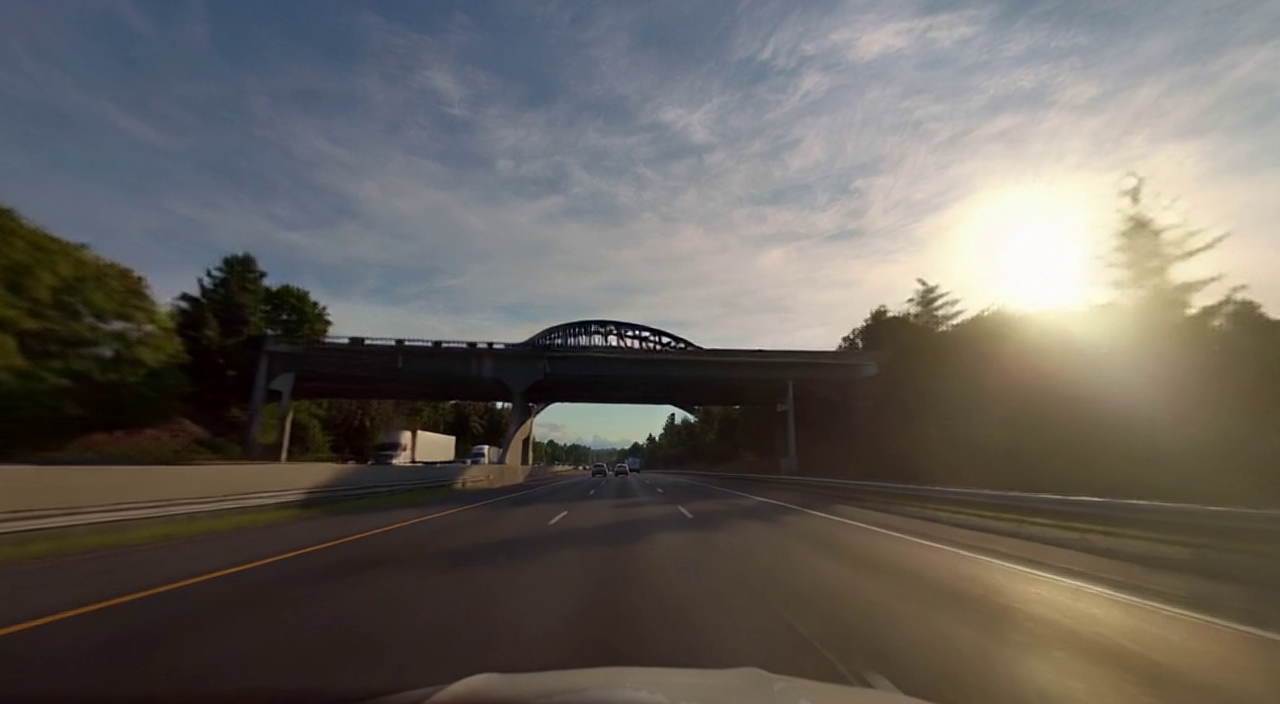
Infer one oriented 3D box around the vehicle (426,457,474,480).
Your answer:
[{"bbox_3d":[-13.401,8.239,44.685,1.965,1.509,4.731,1,-10,-1],"label":"vehicle"}]
